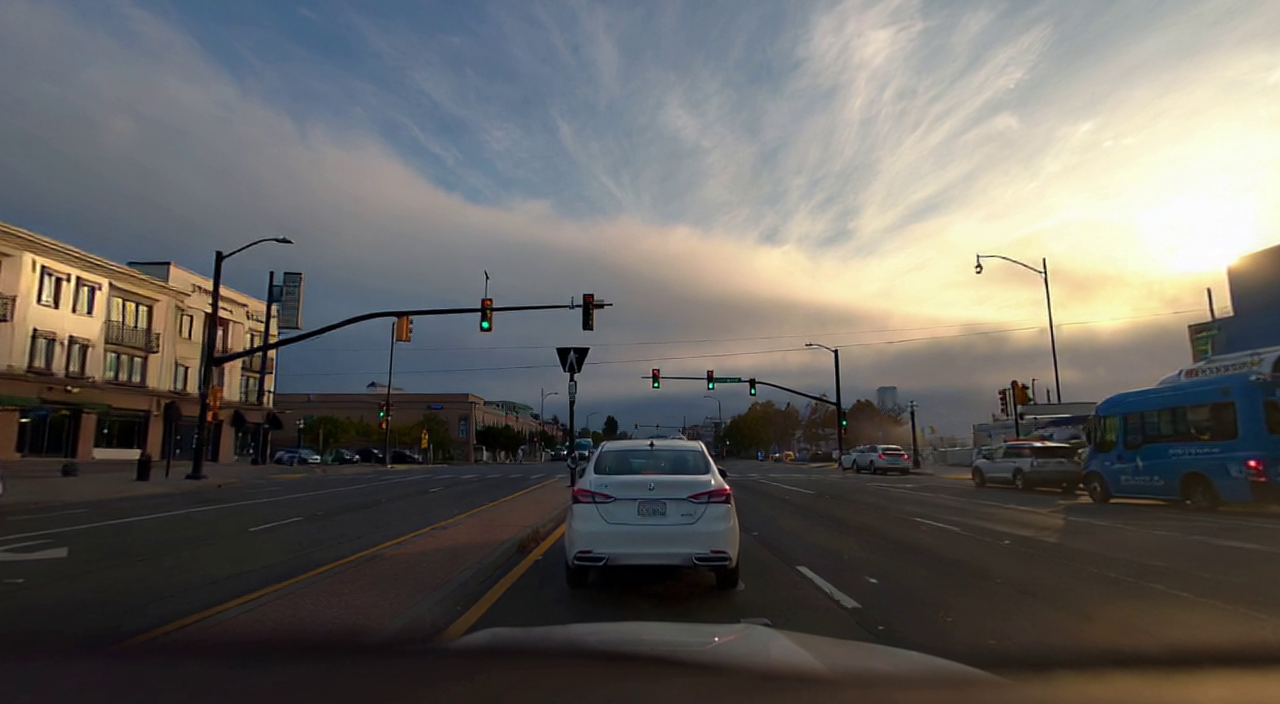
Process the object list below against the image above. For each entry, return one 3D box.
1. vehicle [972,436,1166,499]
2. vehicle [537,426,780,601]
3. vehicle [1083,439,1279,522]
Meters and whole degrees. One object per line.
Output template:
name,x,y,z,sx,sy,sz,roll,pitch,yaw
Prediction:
vehicle,14.065,3.815,21.368,2.309,1.819,5.793,1,-9,-3
vehicle,0.131,1.706,7.580,2.067,1.471,4.241,0,-9,-1
vehicle,14.174,3.107,15.953,2.235,1.721,5.230,0,-9,1
